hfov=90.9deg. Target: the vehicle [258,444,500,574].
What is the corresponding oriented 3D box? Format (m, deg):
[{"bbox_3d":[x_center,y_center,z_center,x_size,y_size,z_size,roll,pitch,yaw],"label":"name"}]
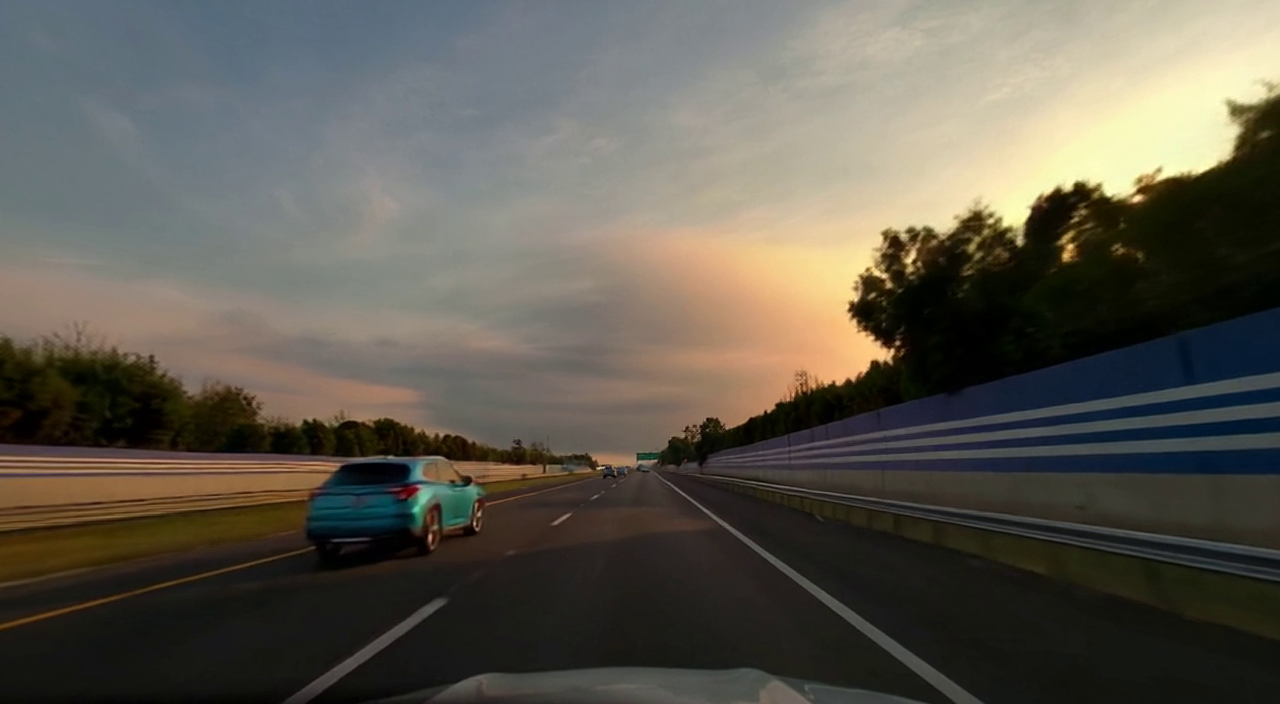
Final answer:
[{"bbox_3d":[-3.594,2.256,9.595,1.985,1.515,3.839,1,-11,0],"label":"vehicle"}]
